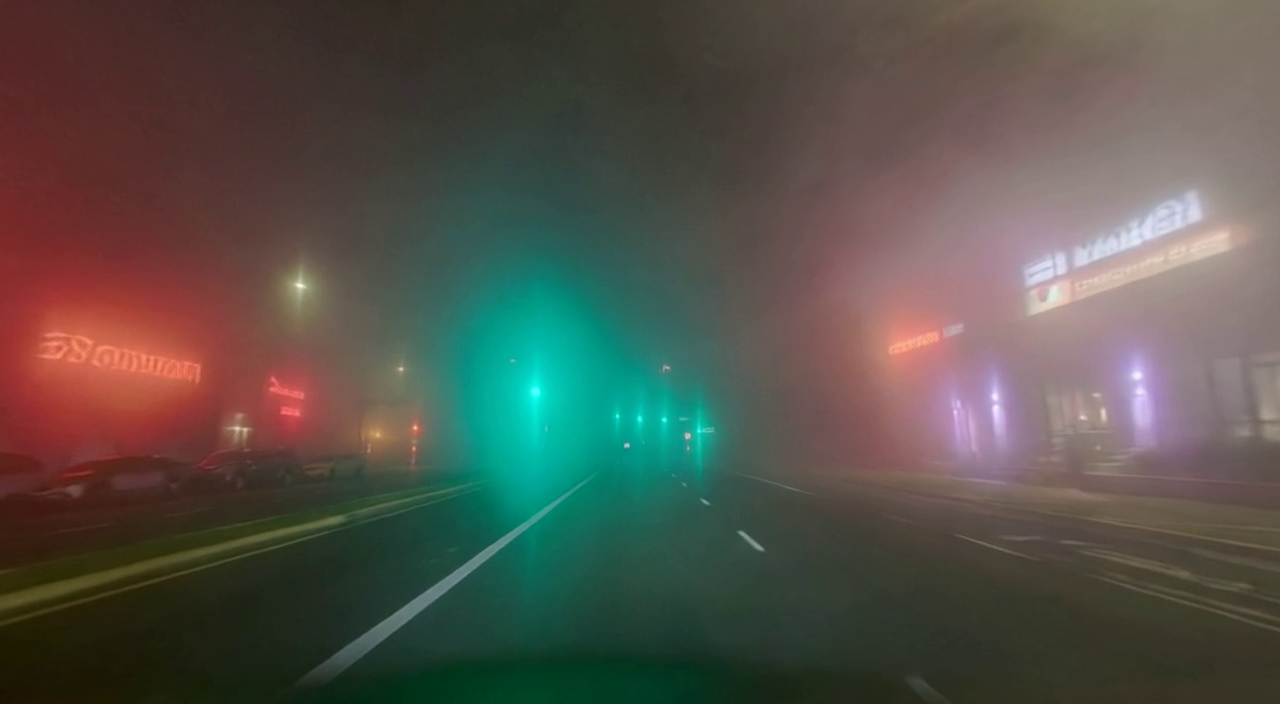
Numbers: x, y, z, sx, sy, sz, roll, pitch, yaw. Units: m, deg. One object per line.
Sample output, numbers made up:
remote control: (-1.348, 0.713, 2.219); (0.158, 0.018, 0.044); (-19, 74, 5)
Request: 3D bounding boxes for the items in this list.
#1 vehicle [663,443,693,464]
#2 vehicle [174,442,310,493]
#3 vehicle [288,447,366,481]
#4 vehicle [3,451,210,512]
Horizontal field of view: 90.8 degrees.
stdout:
vehicle: (2.847, 7.598, 47.525); (1.945, 1.490, 3.817); (0, -8, -1)
vehicle: (-15.465, 4.474, 24.991); (1.978, 1.760, 5.097); (0, -8, 1)
vehicle: (-15.673, 5.587, 31.852); (1.831, 1.599, 4.080); (0, -9, 0)
vehicle: (-15.310, 3.694, 18.637); (1.776, 1.468, 5.089); (0, -8, -1)
